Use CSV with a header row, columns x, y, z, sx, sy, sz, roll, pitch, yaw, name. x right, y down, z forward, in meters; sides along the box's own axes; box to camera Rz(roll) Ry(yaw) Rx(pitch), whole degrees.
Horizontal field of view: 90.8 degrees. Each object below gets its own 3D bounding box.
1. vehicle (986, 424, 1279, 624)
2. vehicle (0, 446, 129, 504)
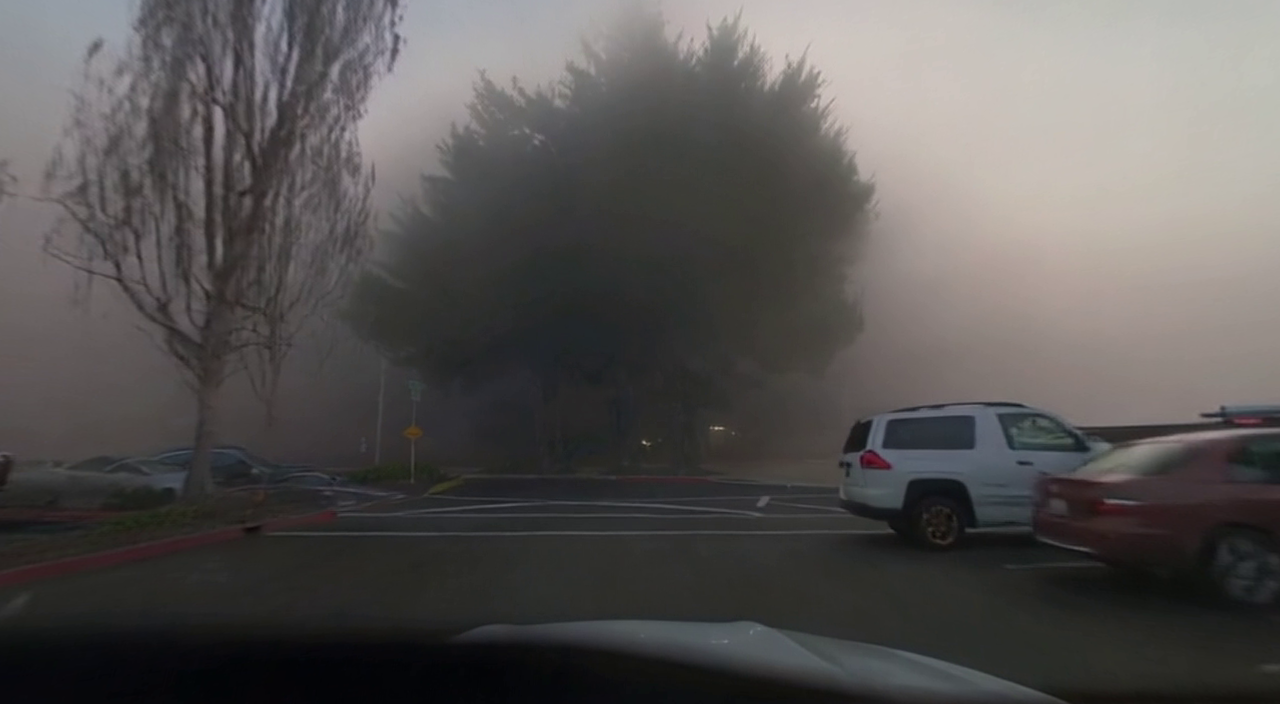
x,y,z,sx,sy,sz,roll,pitch,yaw,name
5.980,1.452,5.794,4.488,1.499,1.833,0,-9,0,vehicle
-16.110,3.181,16.555,3.898,1.430,1.973,5,-10,-31,vehicle
